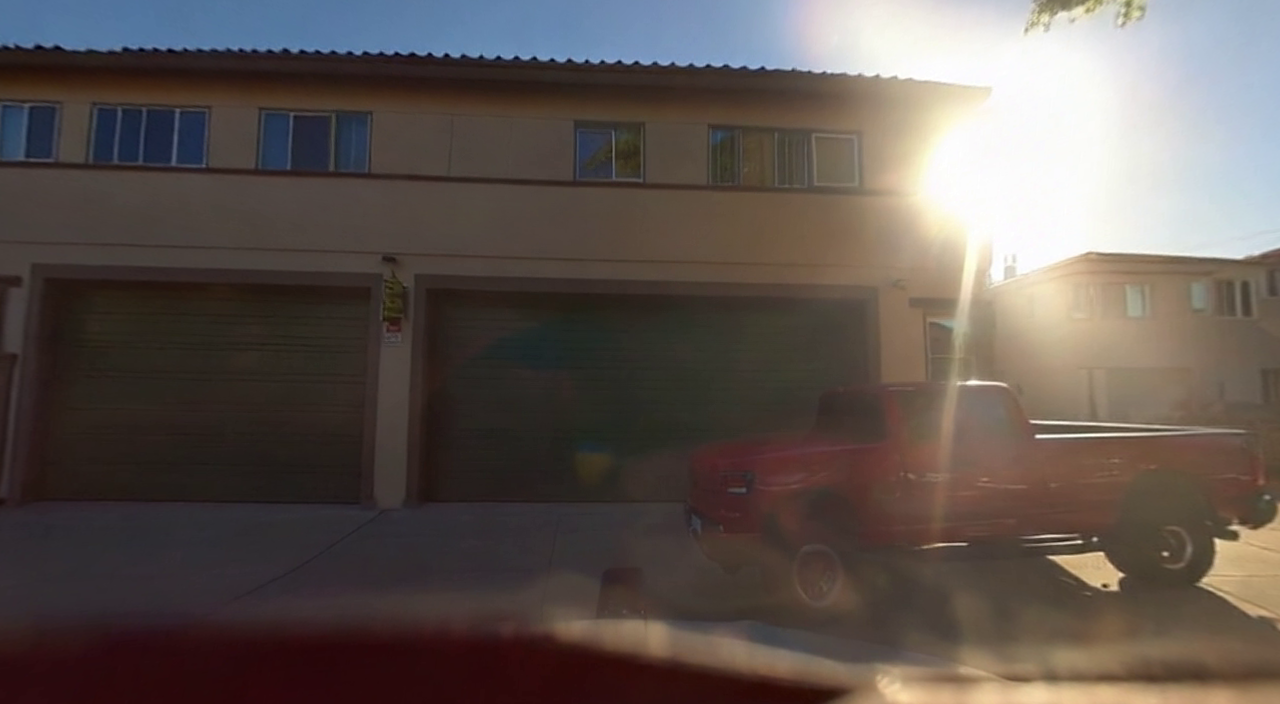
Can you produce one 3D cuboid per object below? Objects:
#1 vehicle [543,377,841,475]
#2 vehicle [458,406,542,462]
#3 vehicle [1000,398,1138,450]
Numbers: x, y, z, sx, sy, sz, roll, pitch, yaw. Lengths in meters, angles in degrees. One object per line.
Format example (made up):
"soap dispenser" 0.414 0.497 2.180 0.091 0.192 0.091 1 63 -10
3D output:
"vehicle" 0.989 1.542 13.046 5.600 1.835 2.161 0 -8 1
"vehicle" -4.627 2.705 21.453 1.869 1.460 3.826 -4 -2 1
"vehicle" 15.851 2.711 23.464 3.770 1.496 1.951 5 -9 2
